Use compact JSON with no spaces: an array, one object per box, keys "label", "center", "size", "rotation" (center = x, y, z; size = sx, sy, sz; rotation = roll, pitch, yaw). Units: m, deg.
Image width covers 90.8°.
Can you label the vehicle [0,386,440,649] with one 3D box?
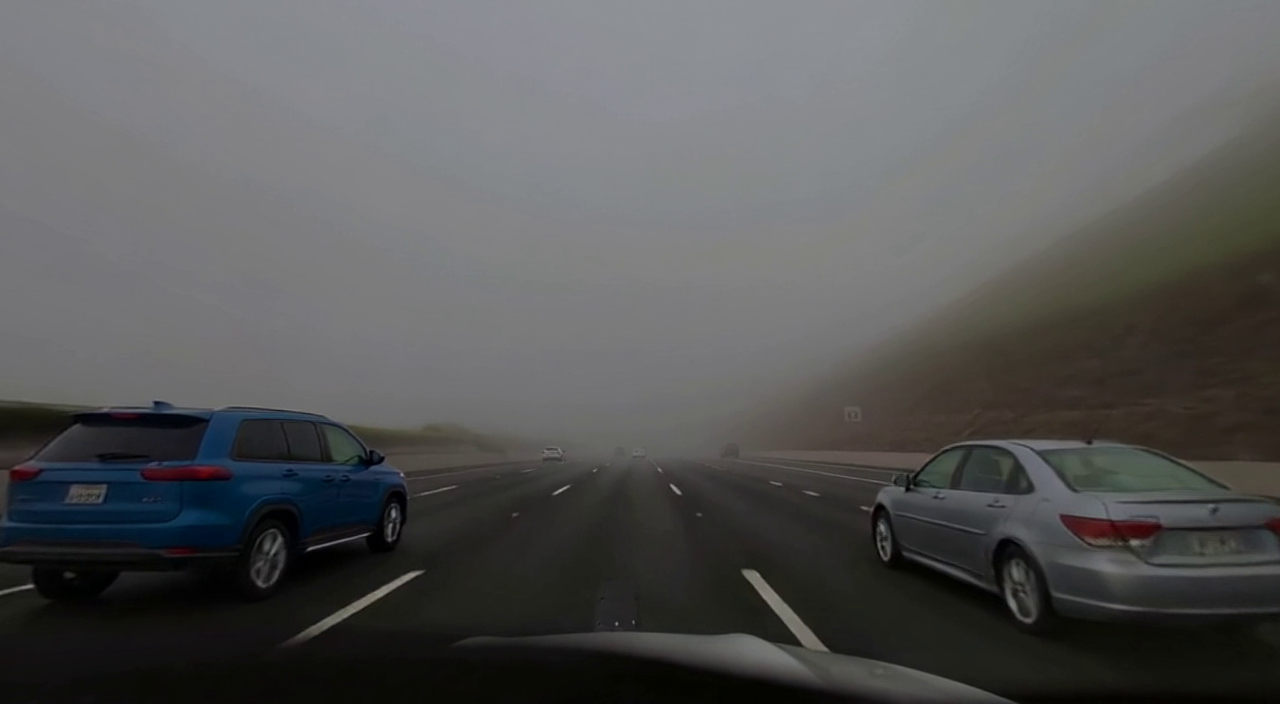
[{"label":"vehicle","center":[-3.879,1.436,6.565],"size":[2.047,1.715,4.689],"rotation":[0,-9,0]}]

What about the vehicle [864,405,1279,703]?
[{"label":"vehicle","center":[3.634,1.336,5.297],"size":[1.847,1.493,4.303],"rotation":[0,-9,-1]}]
